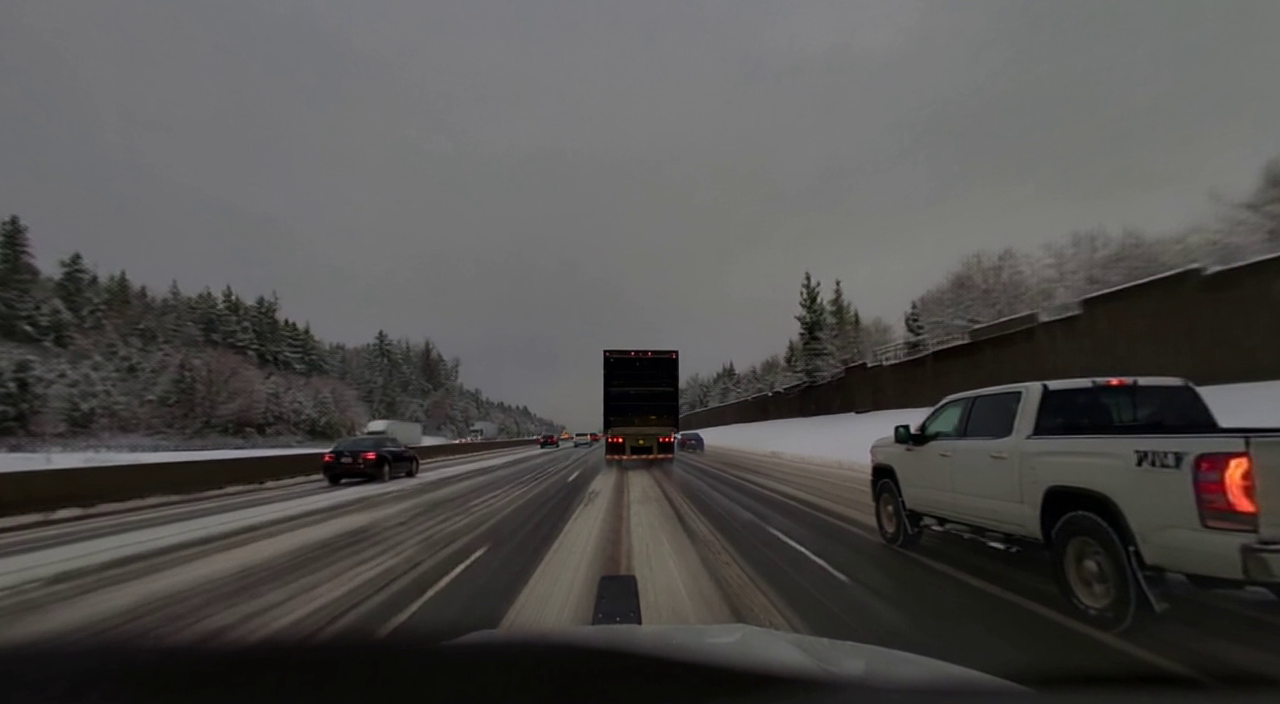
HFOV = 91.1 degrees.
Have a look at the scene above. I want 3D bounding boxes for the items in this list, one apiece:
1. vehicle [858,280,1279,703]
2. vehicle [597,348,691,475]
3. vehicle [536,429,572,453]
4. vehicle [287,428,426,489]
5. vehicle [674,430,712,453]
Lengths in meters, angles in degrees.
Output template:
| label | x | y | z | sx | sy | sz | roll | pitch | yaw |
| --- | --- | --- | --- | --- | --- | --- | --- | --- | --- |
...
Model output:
| label | x | y | z | sx | sy | sz | roll | pitch | yaw |
| --- | --- | --- | --- | --- | --- | --- | --- | --- | --- |
| vehicle | 3.562 | 0.904 | 4.523 | 2.118 | 1.832 | 4.901 | 0 | -8 | -1 |
| vehicle | -0.158 | 2.512 | 24.736 | 2.904 | 3.915 | 10.473 | 0 | -8 | -3 |
| vehicle | -6.072 | 6.315 | 44.730 | 2.134 | 1.650 | 4.133 | 0 | -8 | -2 |
| vehicle | -7.740 | 2.913 | 17.645 | 2.059 | 1.500 | 4.001 | 0 | -8 | -1 |
| vehicle | 3.641 | 6.194 | 43.798 | 2.044 | 1.508 | 4.716 | 0 | -8 | -2 |
